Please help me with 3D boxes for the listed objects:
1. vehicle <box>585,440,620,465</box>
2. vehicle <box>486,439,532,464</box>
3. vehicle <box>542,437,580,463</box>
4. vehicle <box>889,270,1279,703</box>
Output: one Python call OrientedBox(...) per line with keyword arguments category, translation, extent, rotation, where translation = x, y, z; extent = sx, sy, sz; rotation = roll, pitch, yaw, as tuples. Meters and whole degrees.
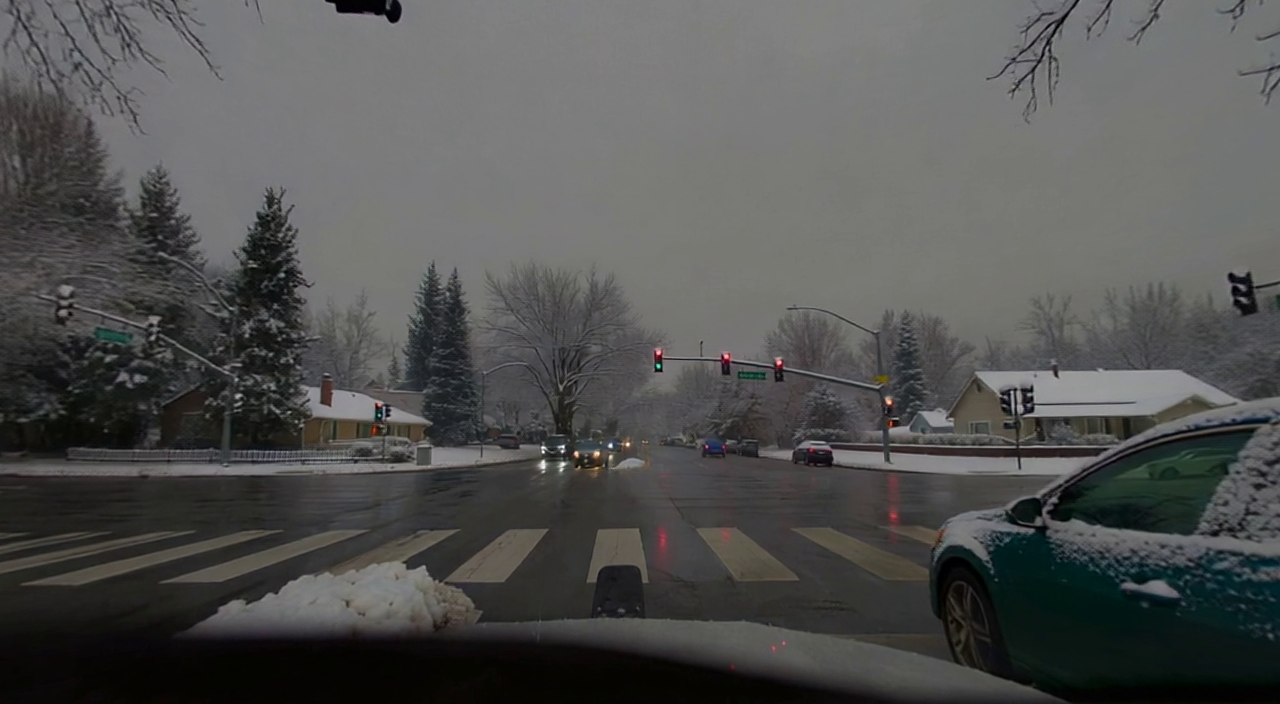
OrientedBox(category="vehicle", translation=(-2.392, 6.600, 41.607), extent=(2.046, 1.491, 4.118), rotation=(0, -9, 0))
OrientedBox(category="vehicle", translation=(-8.949, 6.858, 43.629), extent=(2.028, 1.654, 5.027), rotation=(0, -9, 1))
OrientedBox(category="vehicle", translation=(-5.529, 6.910, 44.479), extent=(2.091, 1.707, 4.157), rotation=(0, -9, 1))
OrientedBox(category="vehicle", translation=(2.709, 0.709, 1.722), extent=(2.085, 1.800, 4.908), rotation=(0, -9, 1))
